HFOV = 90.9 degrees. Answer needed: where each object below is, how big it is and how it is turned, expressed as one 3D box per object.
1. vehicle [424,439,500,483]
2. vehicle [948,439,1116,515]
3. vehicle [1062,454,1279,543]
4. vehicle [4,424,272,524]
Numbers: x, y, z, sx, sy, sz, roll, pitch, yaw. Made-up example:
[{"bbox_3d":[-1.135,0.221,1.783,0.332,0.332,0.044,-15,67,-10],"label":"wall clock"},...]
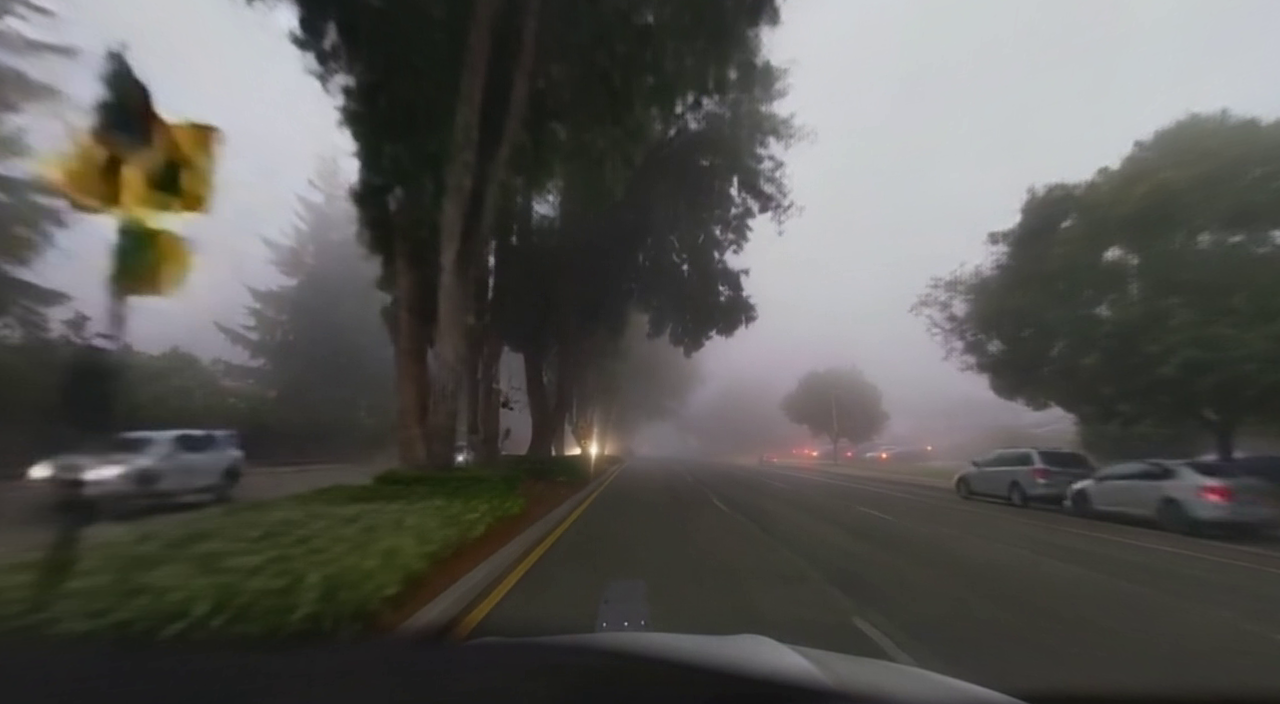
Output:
[{"bbox_3d":[-7.181,4.429,25.898,1.934,1.619,3.991,0,-8,0],"label":"vehicle"},{"bbox_3d":[11.762,3.724,19.423,2.178,1.858,4.726,4,-8,0],"label":"vehicle"},{"bbox_3d":[11.542,3.020,13.621,1.869,1.522,4.295,0,-8,1],"label":"vehicle"},{"bbox_3d":[-11.086,2.698,14.574,2.176,1.896,4.800,0,-8,0],"label":"vehicle"}]
